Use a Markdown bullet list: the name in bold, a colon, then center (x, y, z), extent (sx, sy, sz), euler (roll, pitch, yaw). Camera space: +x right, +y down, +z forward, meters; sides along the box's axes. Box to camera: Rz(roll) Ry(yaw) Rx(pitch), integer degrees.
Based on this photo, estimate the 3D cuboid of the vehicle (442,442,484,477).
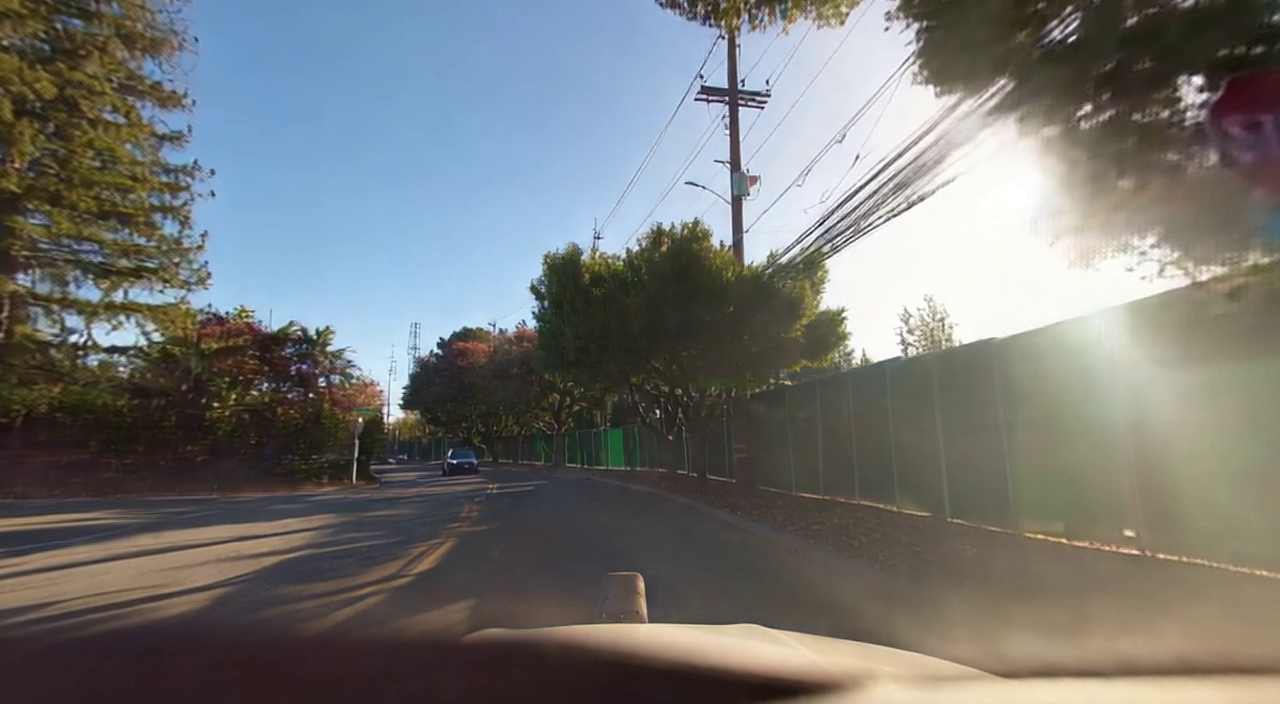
- **vehicle**: center (-10.558, 6.343, 37.534), extent (2.185, 1.901, 4.177), euler (2, -9, -17)
